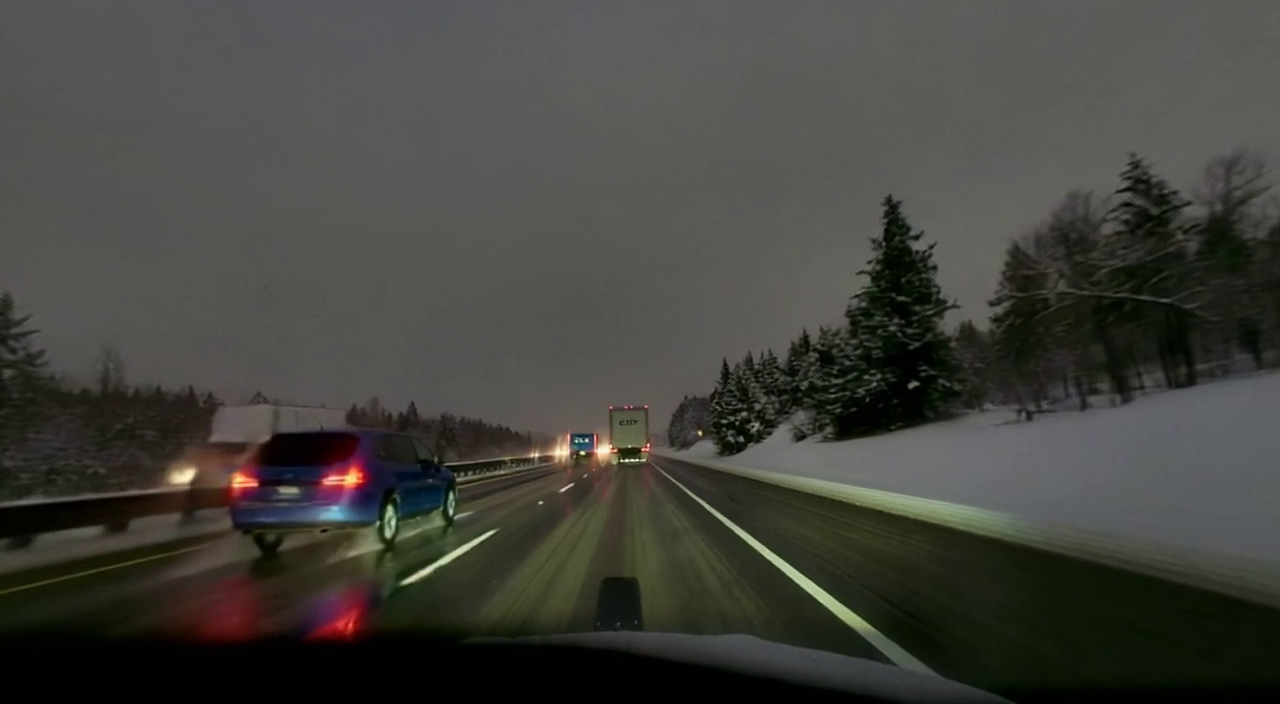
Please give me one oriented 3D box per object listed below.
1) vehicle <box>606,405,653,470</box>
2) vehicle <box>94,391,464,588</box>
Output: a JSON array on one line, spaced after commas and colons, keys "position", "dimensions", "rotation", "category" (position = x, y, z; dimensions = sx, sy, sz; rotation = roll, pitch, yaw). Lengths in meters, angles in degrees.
[{"position": [-0.726, 6.088, 44.125], "dimensions": [2.923, 4.007, 9.760], "rotation": [0, -9, -1], "category": "vehicle"}, {"position": [-4.305, 1.760, 8.883], "dimensions": [2.226, 1.935, 5.130], "rotation": [0, -9, -1], "category": "vehicle"}]
